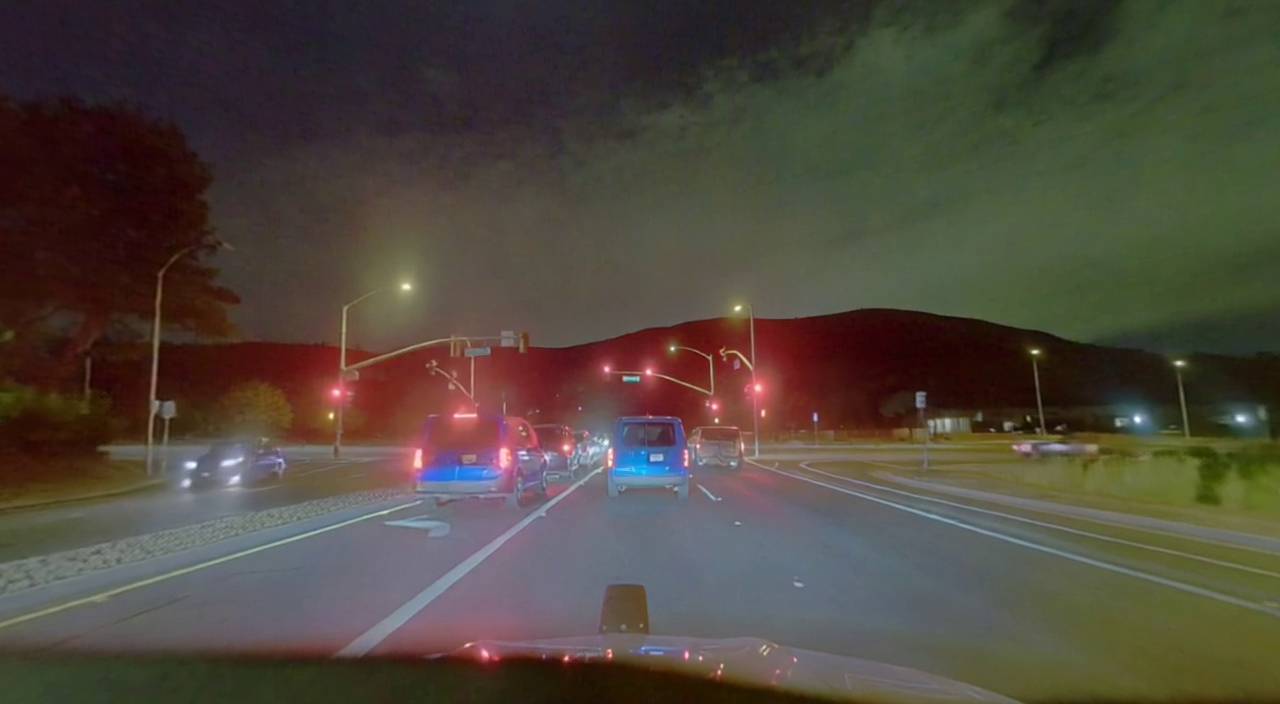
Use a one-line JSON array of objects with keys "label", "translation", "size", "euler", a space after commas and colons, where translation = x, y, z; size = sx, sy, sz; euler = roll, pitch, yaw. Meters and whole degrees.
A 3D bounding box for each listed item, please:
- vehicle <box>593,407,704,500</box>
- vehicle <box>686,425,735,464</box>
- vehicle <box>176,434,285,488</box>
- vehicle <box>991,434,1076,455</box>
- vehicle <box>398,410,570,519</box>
[{"label": "vehicle", "translation": [0.200, 2.346, 14.757], "size": [2.185, 1.822, 4.391], "euler": [0, -8, 1]}, {"label": "vehicle", "translation": [3.210, 4.299, 29.372], "size": [1.817, 1.662, 3.843], "euler": [0, -8, -1]}, {"label": "vehicle", "translation": [-14.931, 3.961, 23.338], "size": [2.053, 1.754, 4.717], "euler": [2, -9, -17]}, {"label": "vehicle", "translation": [28.505, 6.697, 45.753], "size": [4.914, 1.470, 1.803], "euler": [-1, -8, 3]}, {"label": "vehicle", "translation": [-2.818, 2.183, 12.666], "size": [2.131, 1.783, 4.540], "euler": [0, -8, 2]}]
